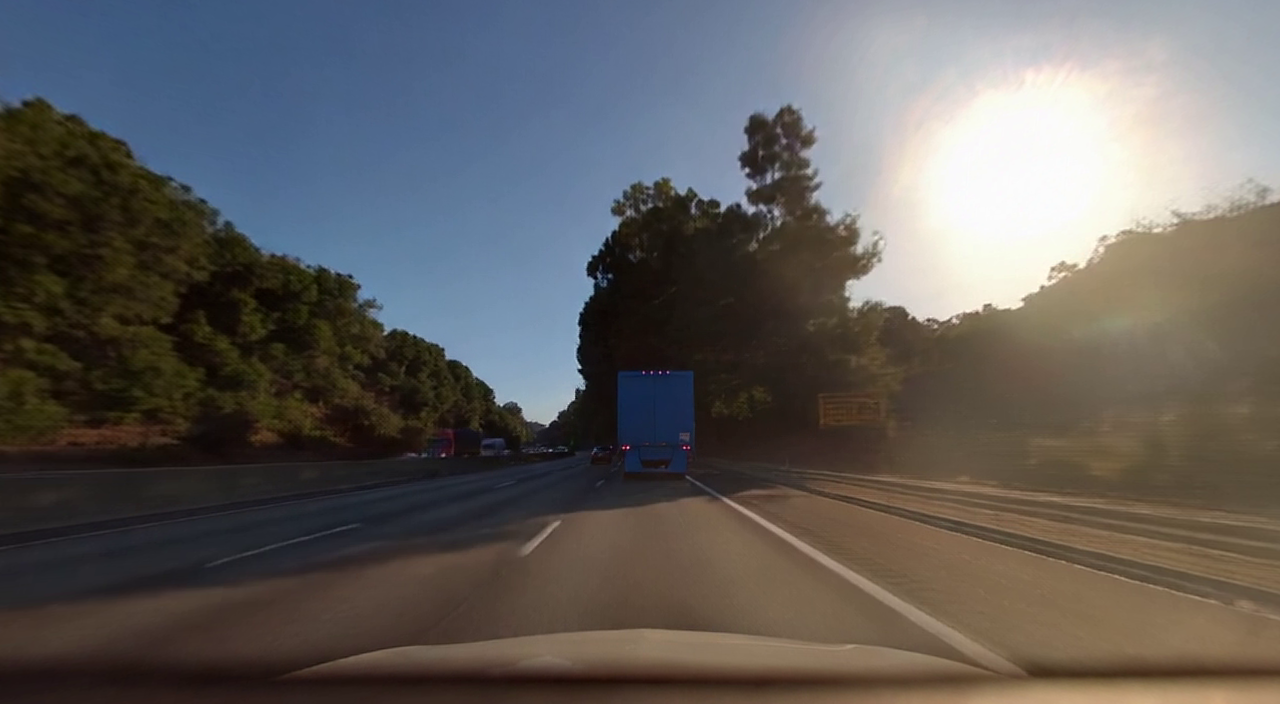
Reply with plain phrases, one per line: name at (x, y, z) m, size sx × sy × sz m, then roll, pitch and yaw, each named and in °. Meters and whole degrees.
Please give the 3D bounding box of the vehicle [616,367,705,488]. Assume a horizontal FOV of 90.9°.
vehicle at (0.639, 3.241, 25.765) m, size 2.898 × 3.973 × 10.063 m, roll 0°, pitch -9°, yaw 0°

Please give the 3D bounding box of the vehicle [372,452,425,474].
vehicle at (-16.677, 7.647, 43.733) m, size 1.901 × 1.420 × 4.320 m, roll 0°, pitch -9°, yaw 0°
